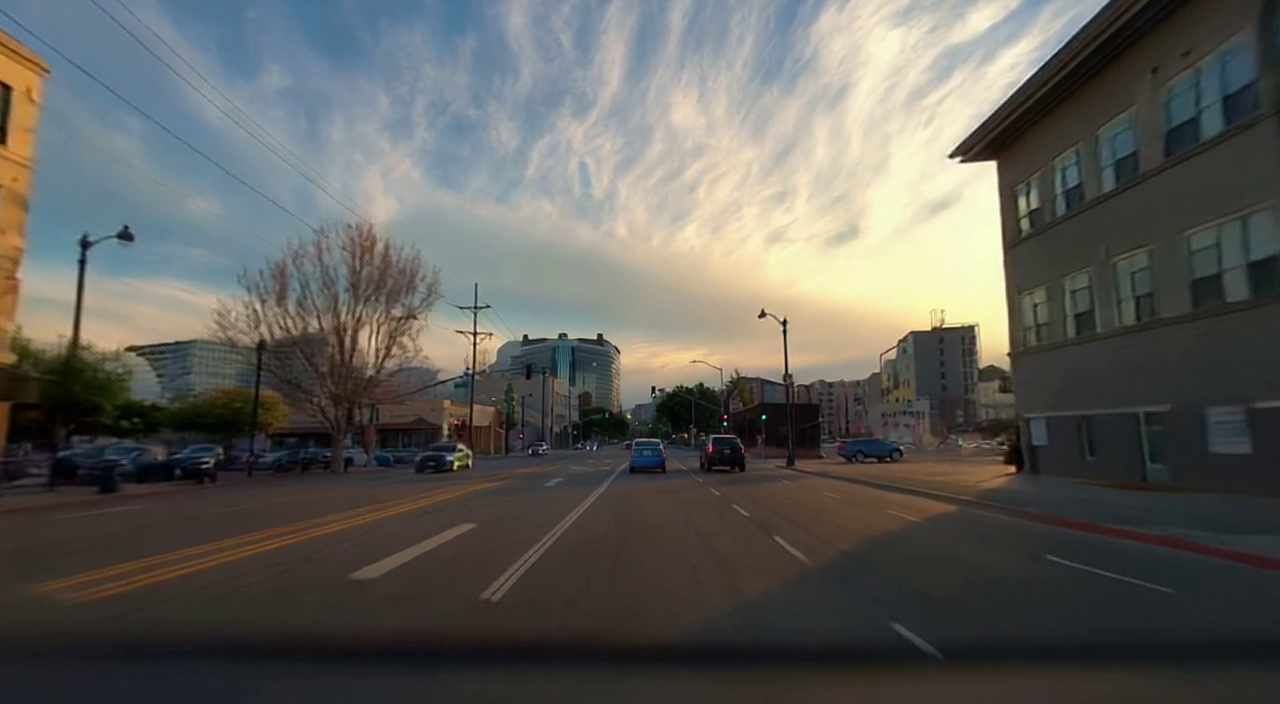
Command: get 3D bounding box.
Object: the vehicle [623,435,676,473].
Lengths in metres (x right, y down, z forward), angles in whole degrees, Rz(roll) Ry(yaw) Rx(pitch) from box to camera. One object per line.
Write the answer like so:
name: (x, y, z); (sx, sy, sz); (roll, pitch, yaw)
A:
vehicle: (0.405, 4.620, 28.698); (2.245, 1.587, 4.094); (0, -9, 0)

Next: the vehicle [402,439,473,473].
vehicle: (-10.718, 5.535, 33.750); (2.232, 1.669, 4.354); (0, -9, 1)

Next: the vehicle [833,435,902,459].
vehicle: (17.641, 7.386, 48.948); (4.556, 1.693, 2.030); (1, -9, -1)

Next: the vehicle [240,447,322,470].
vehicle: (-25.515, 7.571, 44.899); (4.499, 1.503, 2.151); (1, -8, -6)

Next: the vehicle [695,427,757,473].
vehicle: (3.926, 4.593, 29.572); (2.159, 1.938, 4.836); (0, -9, -1)

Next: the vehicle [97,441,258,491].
vehicle: (-20.076, 4.947, 27.566); (5.223, 2.060, 2.247); (0, -9, 1)

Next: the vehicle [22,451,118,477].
vehicle: (-37.944, 7.444, 42.060); (4.234, 1.573, 2.229); (-1, -9, 0)
